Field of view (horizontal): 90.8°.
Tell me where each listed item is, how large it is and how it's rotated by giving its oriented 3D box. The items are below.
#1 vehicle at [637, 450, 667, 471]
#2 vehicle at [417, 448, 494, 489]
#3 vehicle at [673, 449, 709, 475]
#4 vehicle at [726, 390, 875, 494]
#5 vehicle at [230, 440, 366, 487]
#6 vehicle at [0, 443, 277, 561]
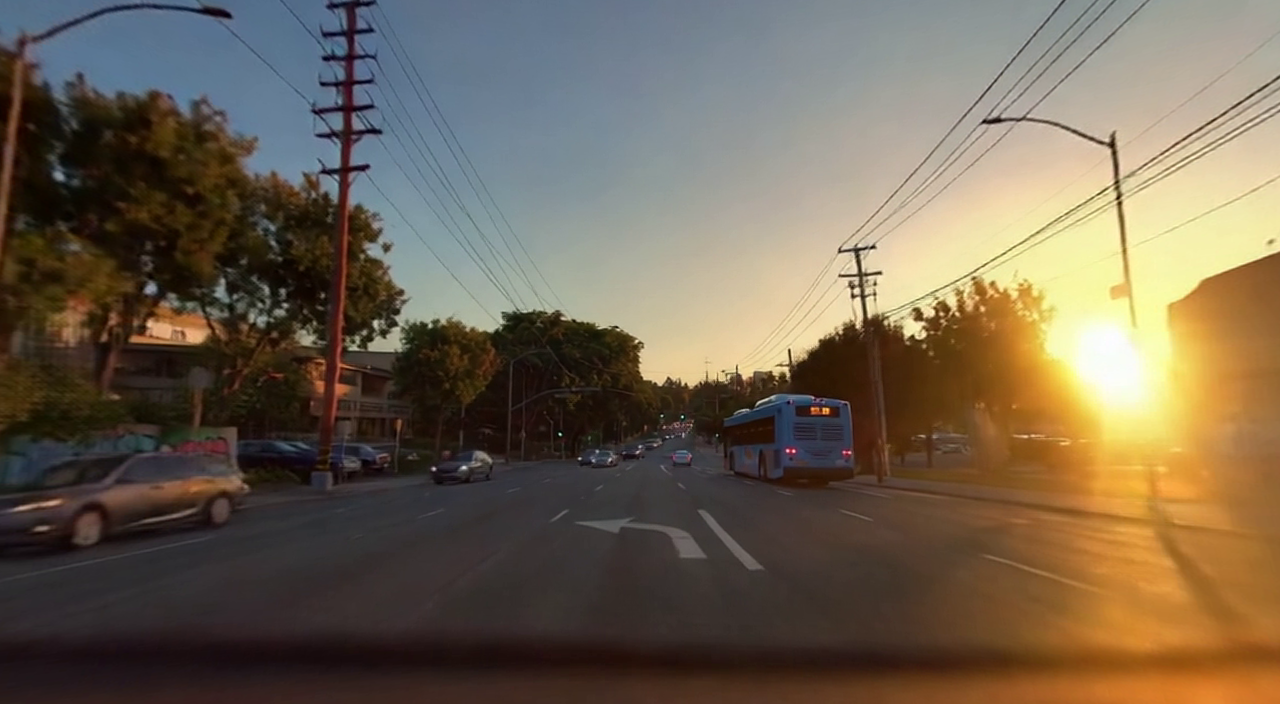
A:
[{"bbox_3d":[0.878,8.240,48.195,2.016,1.464,4.089,0,-8,-2],"label":"vehicle"},{"bbox_3d":[-8.321,5.262,28.948,2.017,1.659,4.405,0,-8,3],"label":"vehicle"},{"bbox_3d":[3.167,6.901,39.876,1.961,1.470,4.196,0,-8,0],"label":"vehicle"},{"bbox_3d":[6.176,3.878,27.306,3.045,3.447,12.604,0,-8,-1],"label":"vehicle"},{"bbox_3d":[-14.703,4.801,27.480,4.719,1.903,2.051,2,-8,-12],"label":"vehicle"},{"bbox_3d":[-9.217,2.502,11.534,2.011,1.672,4.637,-1,-8,7],"label":"vehicle"}]
